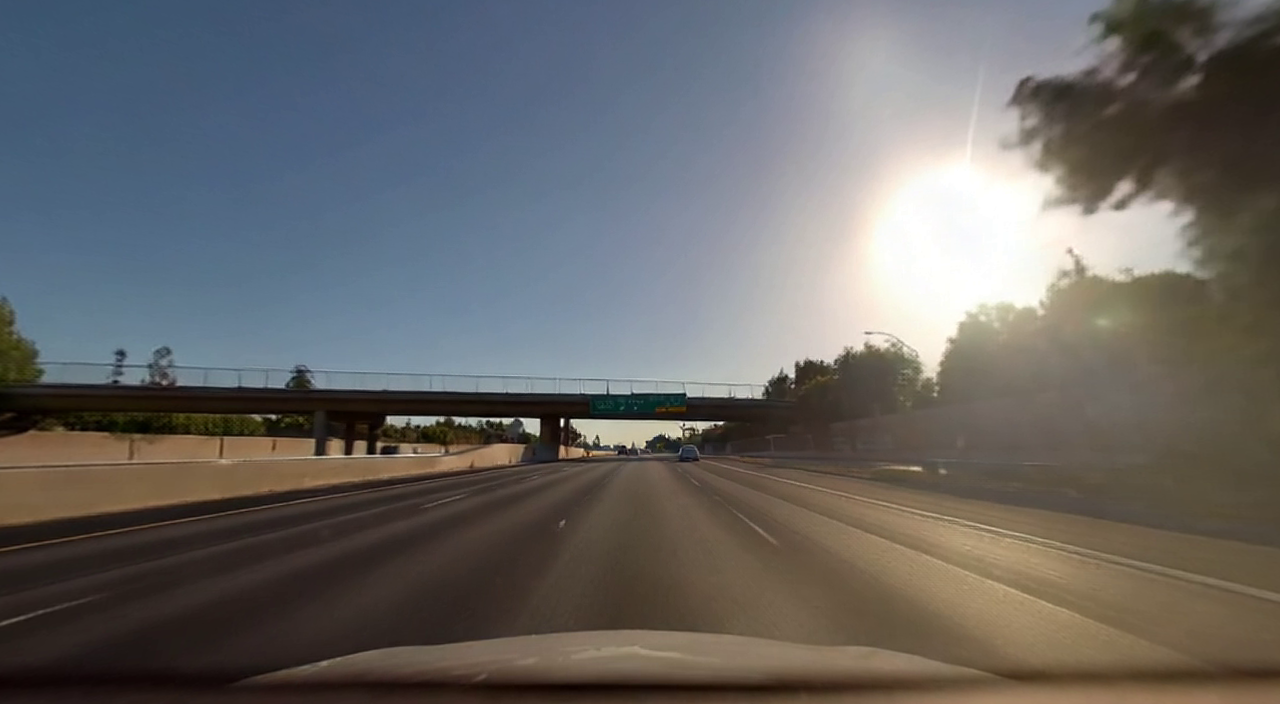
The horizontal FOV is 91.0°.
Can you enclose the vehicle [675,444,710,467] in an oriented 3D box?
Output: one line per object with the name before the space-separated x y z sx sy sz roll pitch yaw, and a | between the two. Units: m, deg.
vehicle | 3.614 7.263 44.310 2.033 1.501 4.398 0 -9 -1
